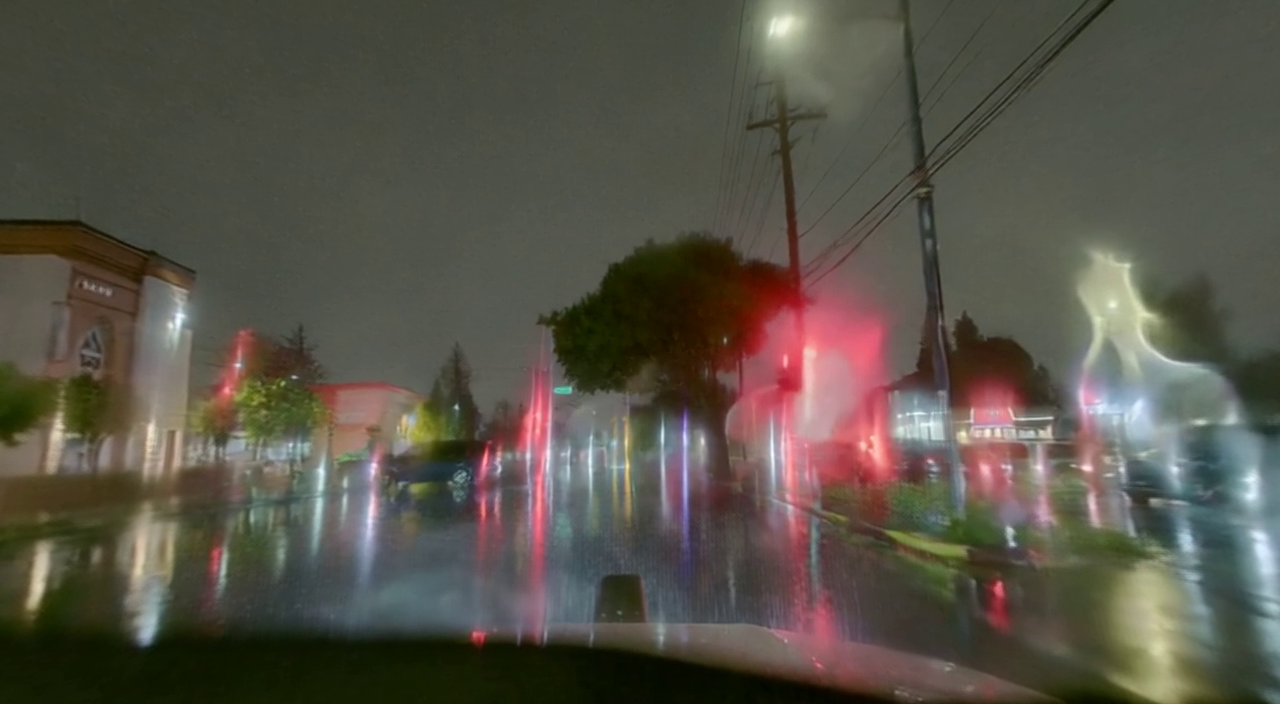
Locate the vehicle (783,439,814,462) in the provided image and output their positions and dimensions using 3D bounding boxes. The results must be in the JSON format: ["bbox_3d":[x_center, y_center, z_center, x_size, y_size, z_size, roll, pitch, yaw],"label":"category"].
[{"bbox_3d":[11.455,7.122,45.863,2.061,1.519,4.794,-2,-8,13],"label":"vehicle"}]

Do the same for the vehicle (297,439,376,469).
[{"bbox_3d":[-19.673,6.635,41.259,2.082,1.779,4.841,-2,-9,11],"label":"vehicle"}]

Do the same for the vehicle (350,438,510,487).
[{"bbox_3d":[-6.519,3.461,19.951,4.376,1.476,1.791,0,-8,3],"label":"vehicle"}]

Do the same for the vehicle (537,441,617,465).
[{"bbox_3d":[-4.121,6.648,41.624,4.792,1.468,2.116,-2,-9,14],"label":"vehicle"}]

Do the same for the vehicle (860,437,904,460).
[{"bbox_3d":[16.764,6.716,43.915,1.951,1.491,4.359,-1,-8,9],"label":"vehicle"}]

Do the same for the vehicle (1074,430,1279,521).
[{"bbox_3d":[11.401,2.540,13.604,2.031,1.592,4.470,-3,-9,17],"label":"vehicle"}]

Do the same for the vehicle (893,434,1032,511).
[{"bbox_3d":[7.204,2.684,14.640,1.867,1.479,4.452,-2,-9,14],"label":"vehicle"}]
